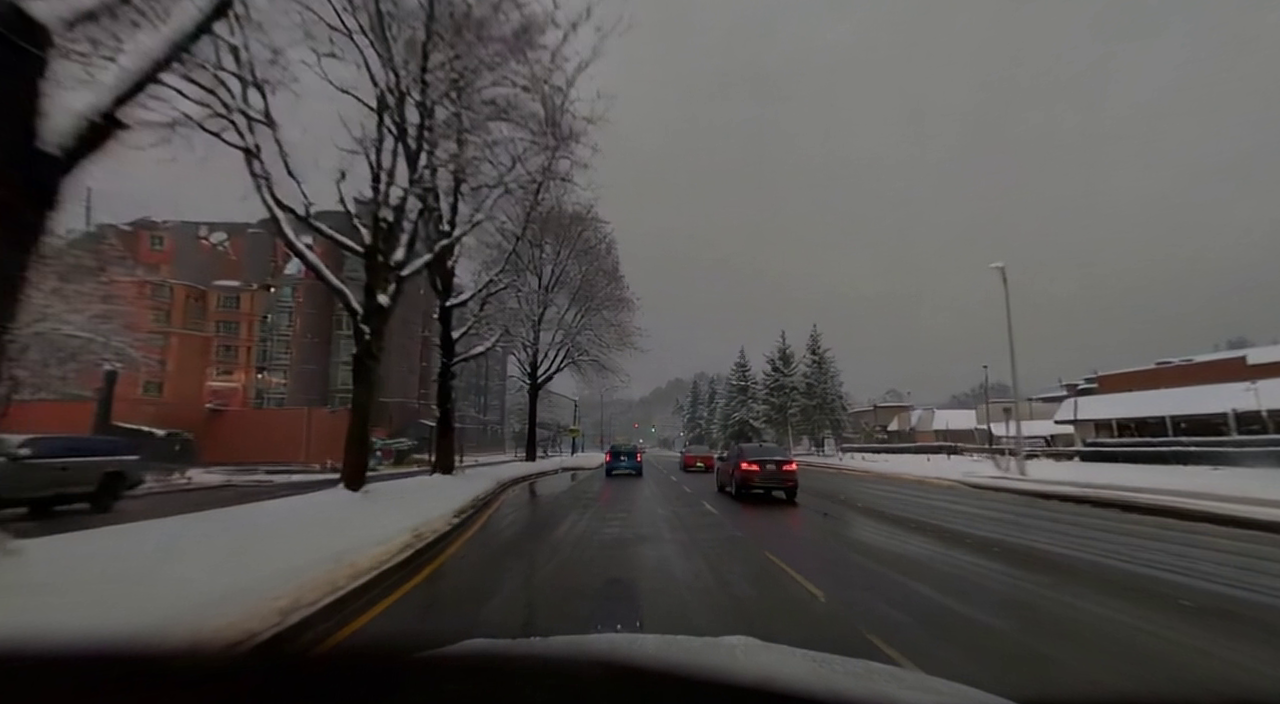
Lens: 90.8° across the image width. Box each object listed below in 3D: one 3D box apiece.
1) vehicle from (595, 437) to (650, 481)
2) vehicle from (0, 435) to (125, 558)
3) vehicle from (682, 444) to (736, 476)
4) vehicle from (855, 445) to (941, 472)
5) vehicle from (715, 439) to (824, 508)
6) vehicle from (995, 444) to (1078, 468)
[{"bbox_3d":[-0.686,4.451,26.505,2.101,1.694,3.979,0,-9,0],"label":"vehicle"},{"bbox_3d":[-8.871,1.765,7.655,1.849,1.506,4.060,0,-9,-1],"label":"vehicle"},{"bbox_3d":[3.323,5.307,31.332,2.098,1.456,4.372,0,-9,-1],"label":"vehicle"},{"bbox_3d":[16.415,6.781,40.306,4.517,1.491,2.056,-1,-8,-7],"label":"vehicle"},{"bbox_3d":[3.065,2.957,15.784,1.852,1.498,3.825,0,-9,-1],"label":"vehicle"},{"bbox_3d":[26.912,7.087,42.997,4.321,1.580,1.924,0,-10,-3],"label":"vehicle"}]
